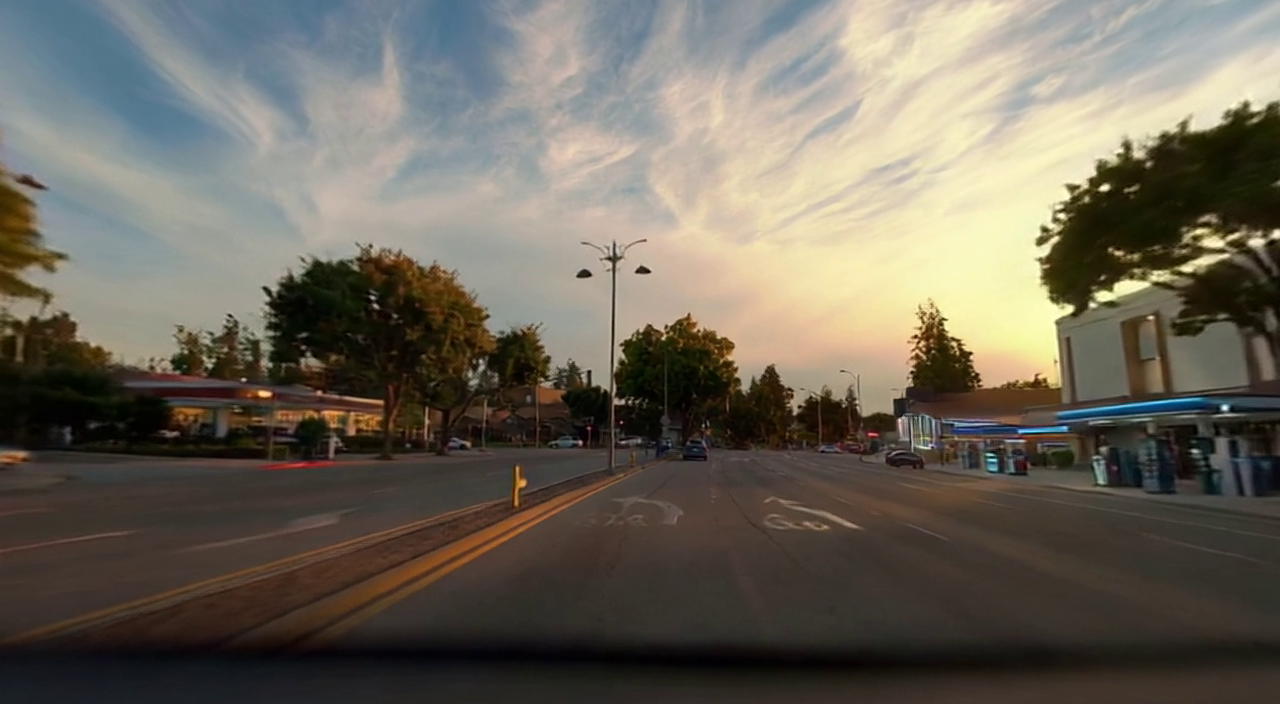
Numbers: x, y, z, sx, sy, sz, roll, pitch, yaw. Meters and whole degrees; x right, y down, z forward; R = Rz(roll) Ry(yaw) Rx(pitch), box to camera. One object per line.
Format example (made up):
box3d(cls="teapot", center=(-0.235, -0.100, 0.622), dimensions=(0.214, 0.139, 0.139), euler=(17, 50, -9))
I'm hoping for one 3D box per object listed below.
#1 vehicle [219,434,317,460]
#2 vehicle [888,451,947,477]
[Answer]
box3d(cls="vehicle", center=(-20.711, 5.296, 35.270), dimensions=(4.343, 1.379, 1.851), euler=(-1, -9, 6))
box3d(cls="vehicle", center=(17.225, 6.963, 39.424), dimensions=(2.099, 1.464, 4.615), euler=(-1, -9, 8))
